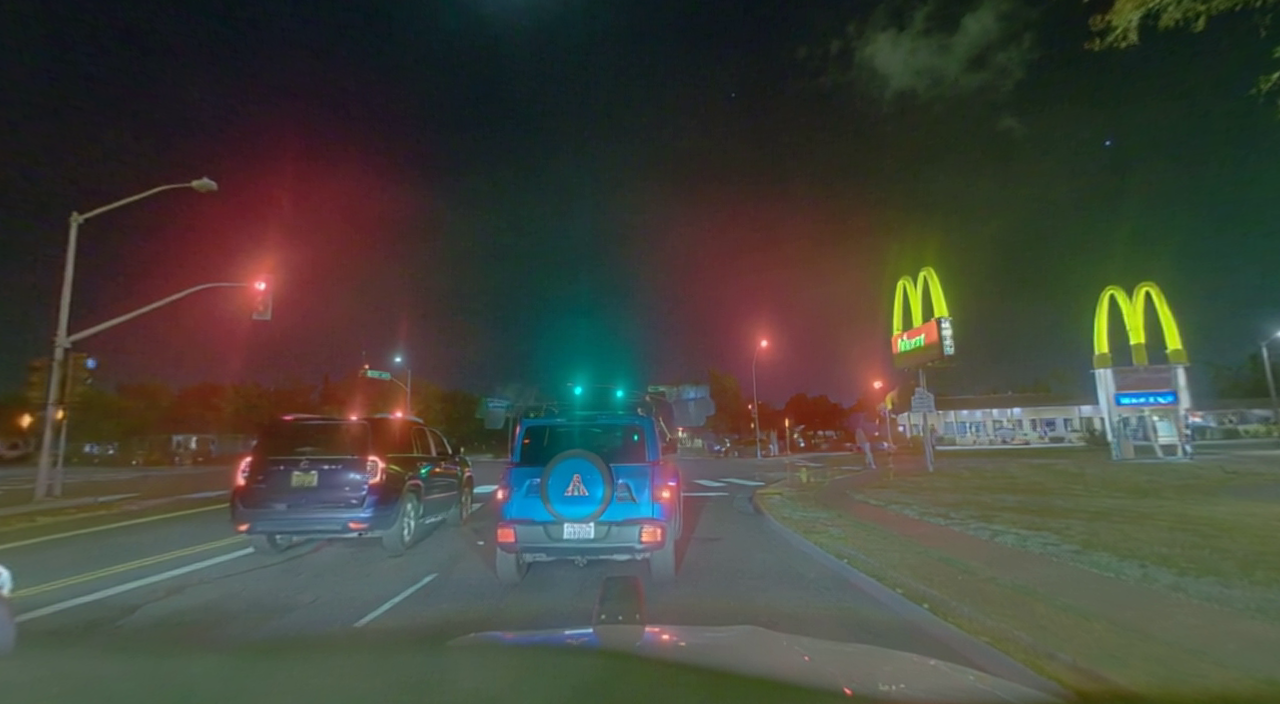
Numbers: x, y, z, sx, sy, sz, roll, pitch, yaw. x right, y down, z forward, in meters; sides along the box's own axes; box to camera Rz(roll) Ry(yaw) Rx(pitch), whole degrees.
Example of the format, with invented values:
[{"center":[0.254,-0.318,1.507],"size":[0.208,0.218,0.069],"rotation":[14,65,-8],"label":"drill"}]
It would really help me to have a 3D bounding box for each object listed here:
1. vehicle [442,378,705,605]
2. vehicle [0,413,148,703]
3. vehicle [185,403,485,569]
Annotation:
[{"center":[-0.617,1.527,7.787],"size":[2.224,1.923,4.643],"rotation":[0,-8,-2],"label":"vehicle"},{"center":[-3.891,0.807,1.424],"size":[1.941,1.479,4.541],"rotation":[0,-8,-1],"label":"vehicle"},{"center":[-3.914,1.806,9.259],"size":[2.130,1.819,4.497],"rotation":[0,-9,0],"label":"vehicle"}]
